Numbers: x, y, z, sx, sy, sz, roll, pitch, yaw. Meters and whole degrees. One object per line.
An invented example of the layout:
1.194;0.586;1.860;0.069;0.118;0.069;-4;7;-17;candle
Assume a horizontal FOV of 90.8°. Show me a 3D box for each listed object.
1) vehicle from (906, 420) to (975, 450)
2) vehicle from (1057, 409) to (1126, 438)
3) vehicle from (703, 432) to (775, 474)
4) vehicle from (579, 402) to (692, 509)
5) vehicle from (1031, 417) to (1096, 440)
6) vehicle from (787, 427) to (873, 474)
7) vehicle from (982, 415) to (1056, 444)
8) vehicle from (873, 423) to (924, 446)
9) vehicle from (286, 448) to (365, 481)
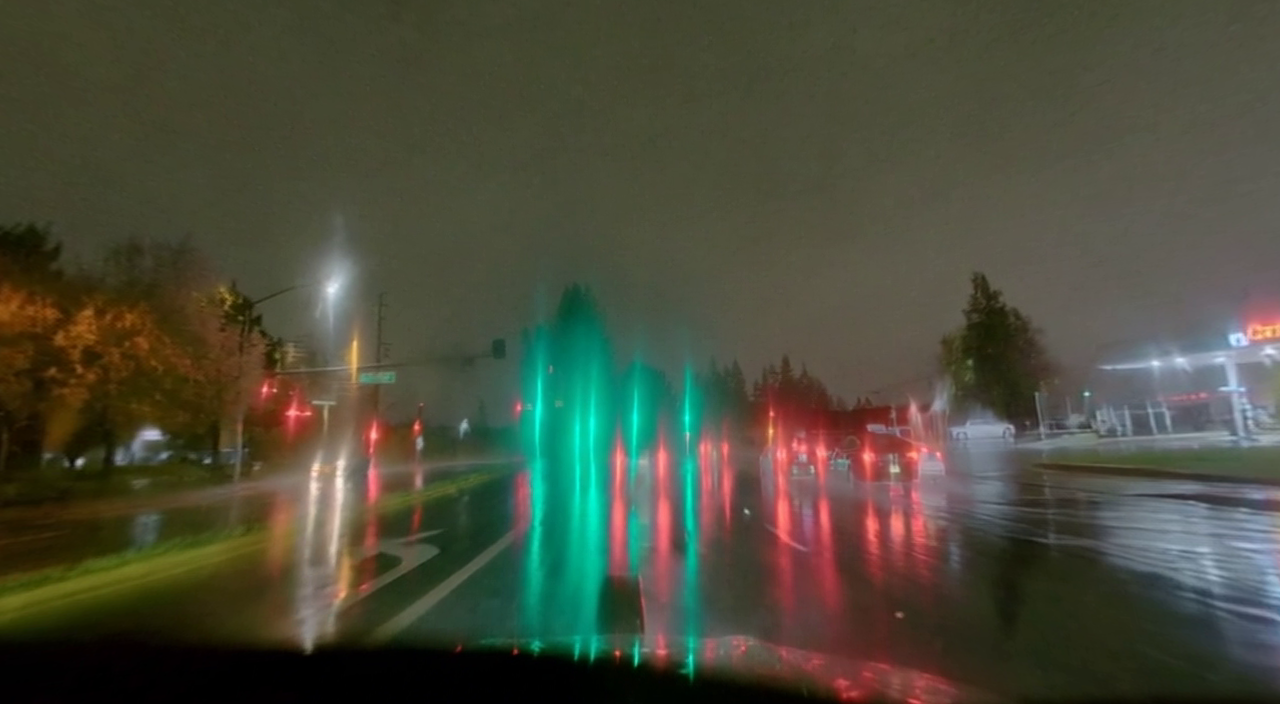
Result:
19.905;5.555;42.171;1.929;1.763;5.190;-3;-8;-1;vehicle
30.574;4.916;42.904;1.769;1.782;4.068;0;-9;3;vehicle
3.678;3.841;24.198;1.940;1.474;4.234;0;-8;-2;vehicle
-0.108;2.238;13.967;2.038;1.917;4.900;0;-8;-1;vehicle
27.799;5.093;41.579;1.709;1.423;3.660;0;-8;0;vehicle
6.974;3.678;23.638;1.793;1.585;4.130;0;-8;-2;vehicle
25.300;5.263;42.355;2.107;1.806;4.410;0;-8;-2;vehicle
19.745;6.370;48.452;1.925;1.629;4.331;0;-8;-1;vehicle
-16.774;5.983;34.011;1.942;1.479;4.765;-4;-8;-1;vehicle
